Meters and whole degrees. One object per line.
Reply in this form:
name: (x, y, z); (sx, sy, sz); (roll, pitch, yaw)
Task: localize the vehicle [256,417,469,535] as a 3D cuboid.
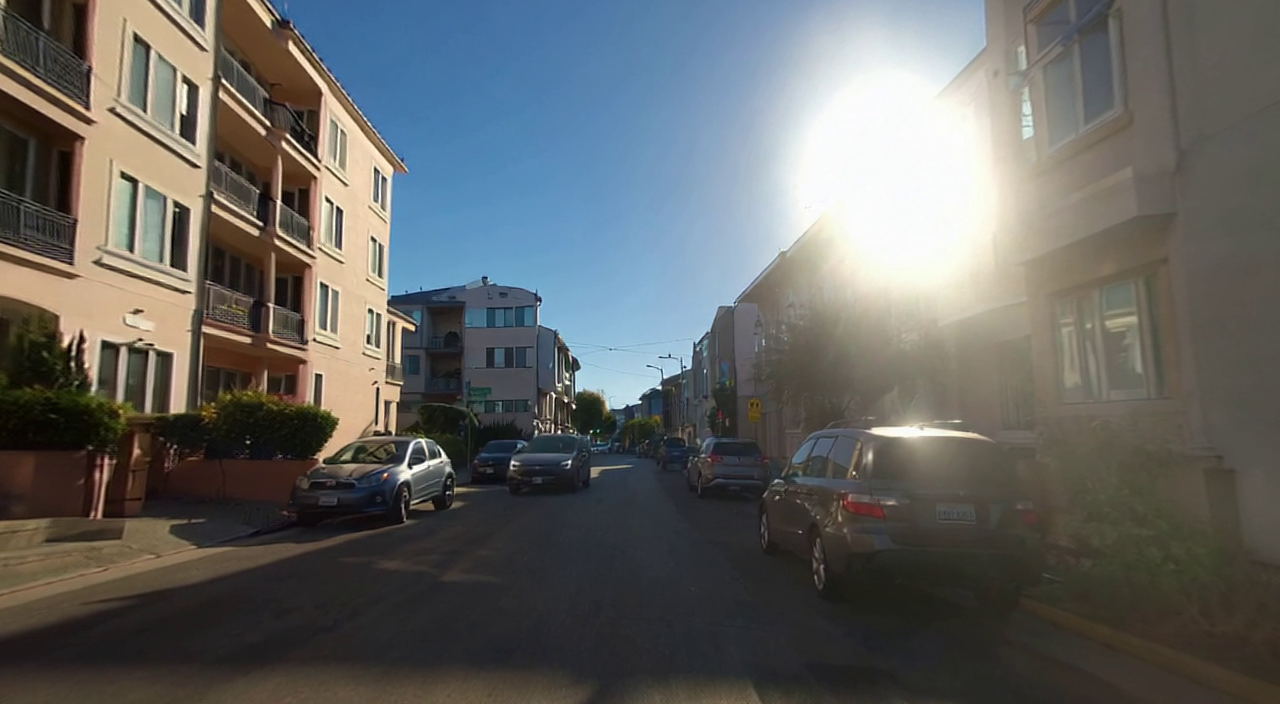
vehicle: (-4.540, 2.125, 11.198); (1.883, 1.499, 4.426); (6, -10, -3)

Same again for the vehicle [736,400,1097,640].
vehicle: (2.266, 1.454, 6.487); (1.839, 1.678, 3.918); (0, -8, -2)

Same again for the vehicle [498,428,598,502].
vehicle: (-2.065, 2.626, 15.078); (1.845, 1.544, 3.388); (0, -8, 1)

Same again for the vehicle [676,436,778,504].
vehicle: (2.005, 2.838, 15.757); (1.786, 1.447, 4.314); (0, -8, -2)
